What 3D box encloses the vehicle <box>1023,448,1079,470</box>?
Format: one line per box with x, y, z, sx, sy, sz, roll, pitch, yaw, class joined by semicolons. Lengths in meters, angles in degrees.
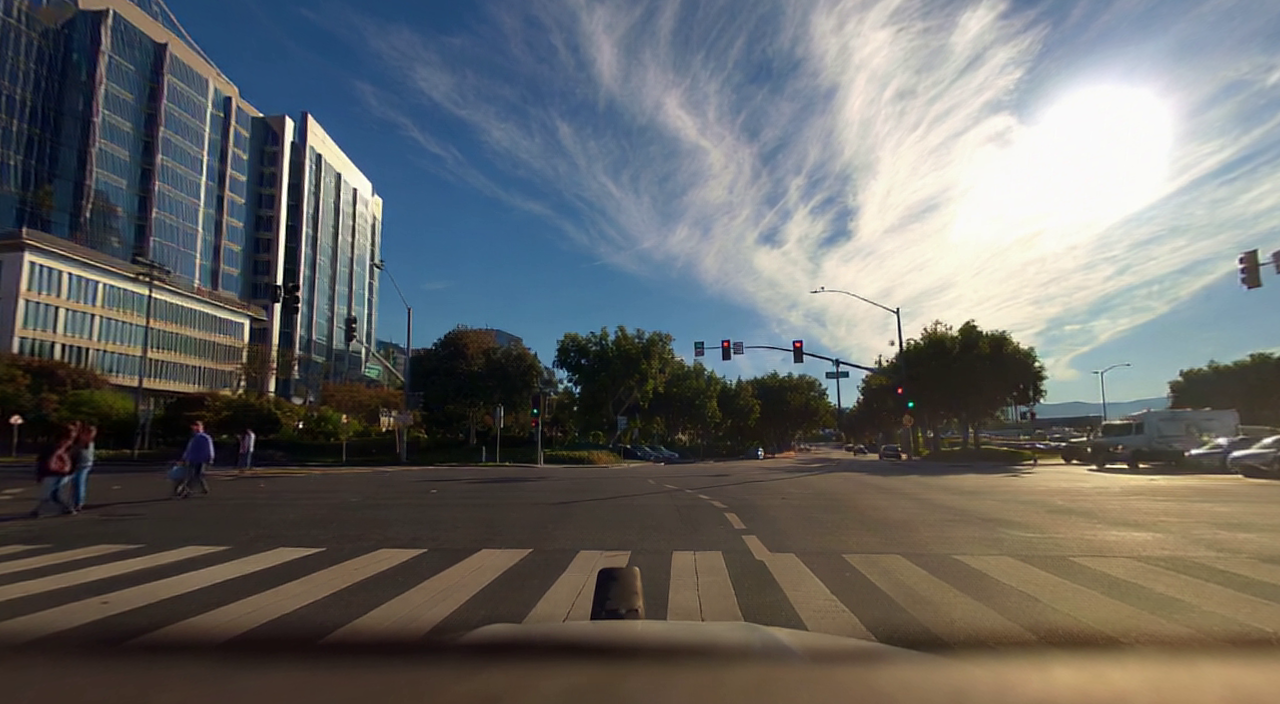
27.714;7.225;42.718;1.589;1.405;3.633;-1;-9;4;vehicle

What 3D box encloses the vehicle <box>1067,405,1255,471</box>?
22.947;3.860;28.103;5.855;2.746;2.523;-1;-9;3;vehicle

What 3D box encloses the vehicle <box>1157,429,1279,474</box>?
21.059;3.400;21.736;4.740;1.464;1.876;-1;-9;3;vehicle

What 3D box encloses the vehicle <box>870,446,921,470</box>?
17.521;7.244;43.513;1.789;1.557;4.293;0;-9;1;vehicle
